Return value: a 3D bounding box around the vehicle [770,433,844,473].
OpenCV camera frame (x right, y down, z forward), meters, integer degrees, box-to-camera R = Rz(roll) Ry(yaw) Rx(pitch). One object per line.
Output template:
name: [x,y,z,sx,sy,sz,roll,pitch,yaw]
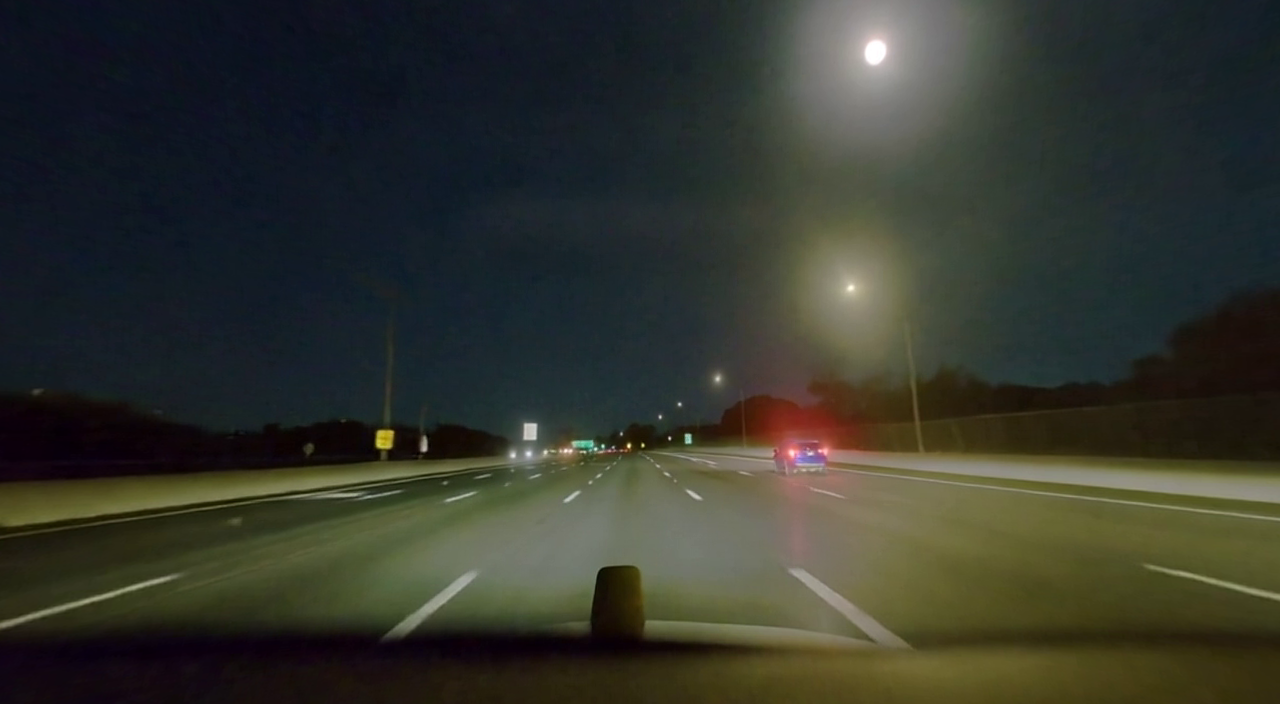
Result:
vehicle: [7.709,4.730,29.544,2.091,1.711,4.383,0,-9,-2]
